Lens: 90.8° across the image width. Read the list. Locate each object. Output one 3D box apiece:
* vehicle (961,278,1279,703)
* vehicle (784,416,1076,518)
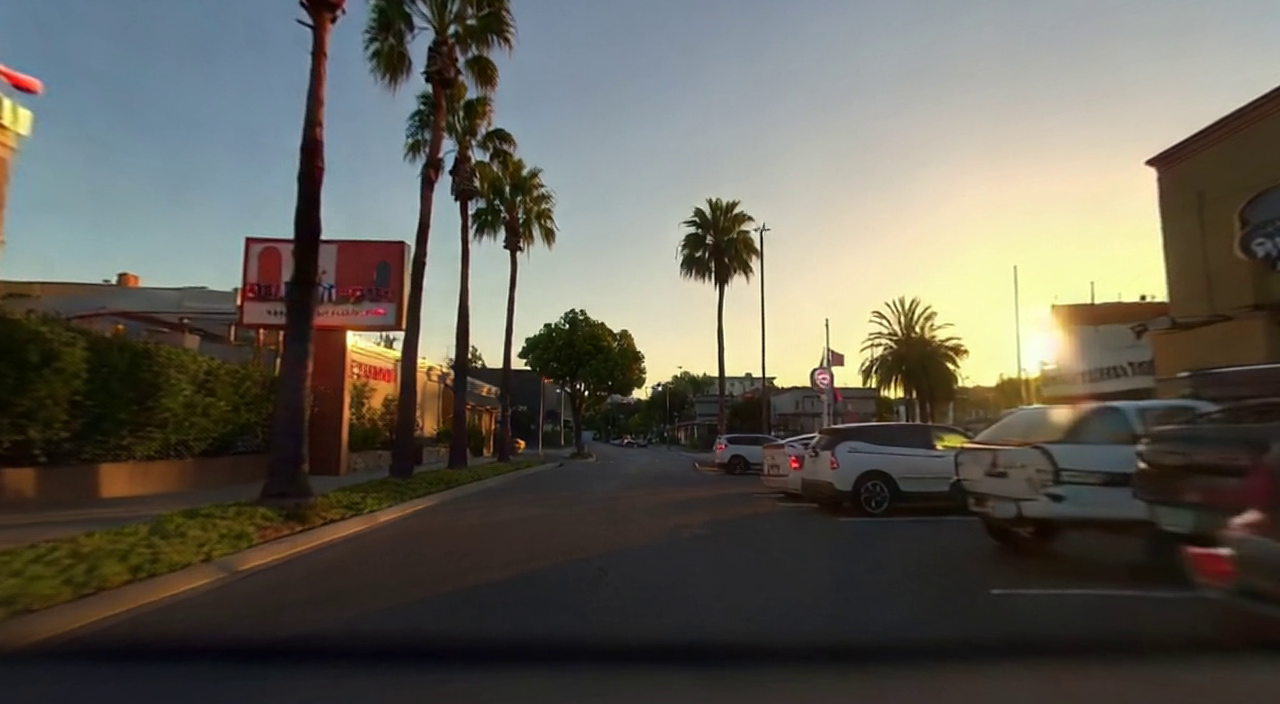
[{"bbox_3d":[5.811,0.876,4.367,5.866,2.185,2.322,0,-8,-1],"label":"vehicle"},{"bbox_3d":[5.460,2.215,12.380,4.743,1.800,1.952,1,-8,-3],"label":"vehicle"}]
